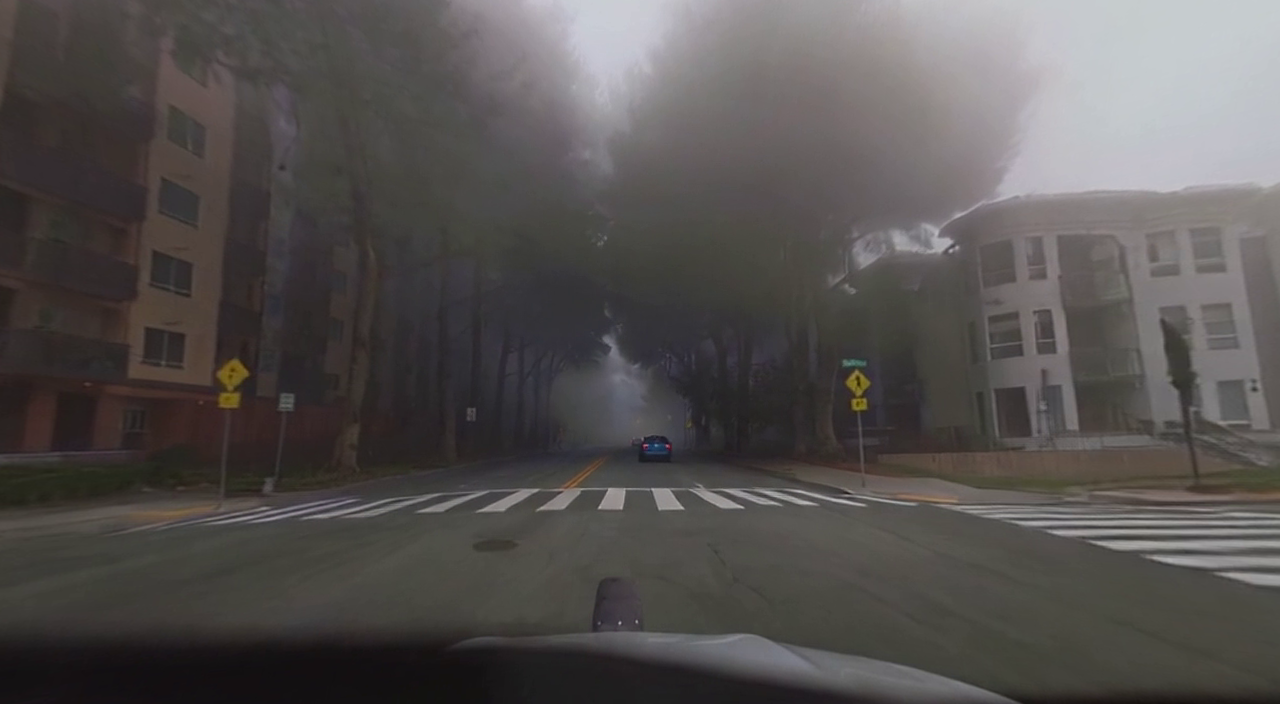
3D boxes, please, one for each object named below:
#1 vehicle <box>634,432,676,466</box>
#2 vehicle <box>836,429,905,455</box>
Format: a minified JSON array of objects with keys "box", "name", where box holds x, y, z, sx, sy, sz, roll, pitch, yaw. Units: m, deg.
[{"box":[0.742,5.120,33.391,1.981,1.703,3.691,0,-8,-2],"name":"vehicle"},{"box":[17.159,6.752,47.000,4.237,1.819,2.245,-1,-9,0],"name":"vehicle"}]
